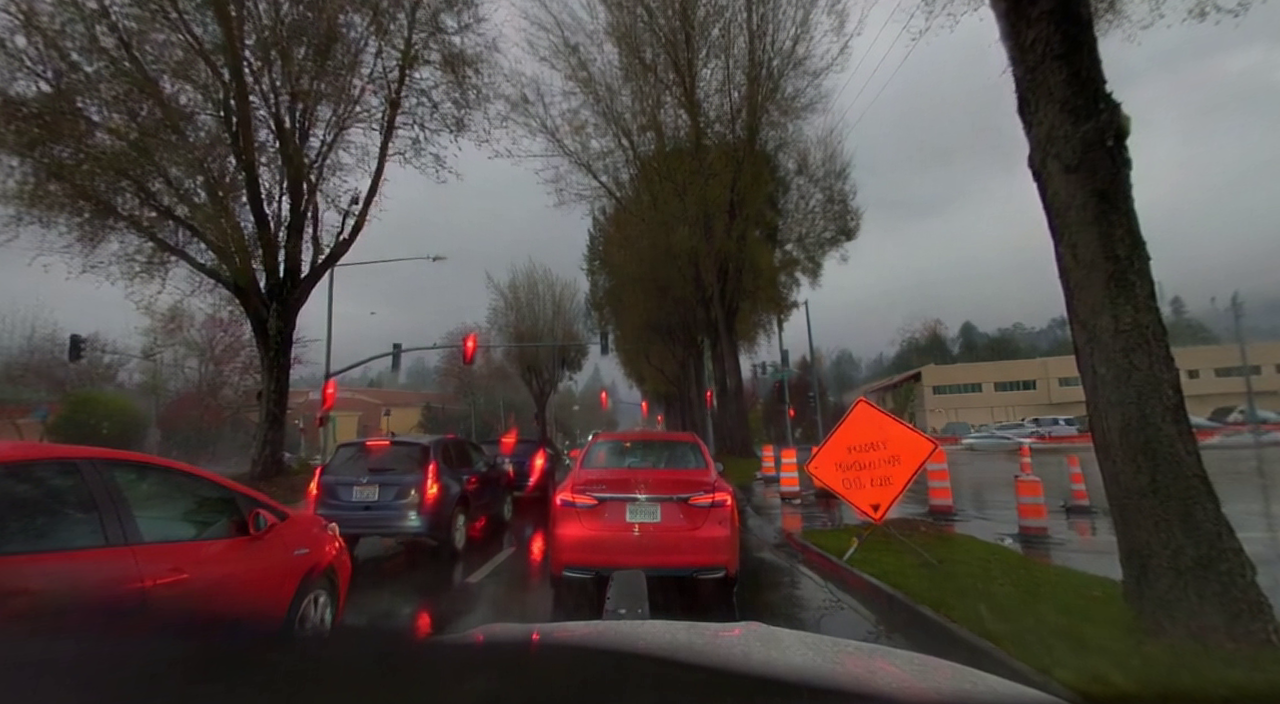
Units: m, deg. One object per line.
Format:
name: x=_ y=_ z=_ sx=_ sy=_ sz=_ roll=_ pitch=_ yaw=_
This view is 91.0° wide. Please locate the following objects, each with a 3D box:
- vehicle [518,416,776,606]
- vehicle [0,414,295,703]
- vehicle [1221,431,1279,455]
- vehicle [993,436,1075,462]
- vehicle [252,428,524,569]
vehicle: x=0.102 y=1.622 z=7.219 sx=2.167 sy=1.560 sz=3.676 roll=0 pitch=-9 yaw=1
vehicle: x=-3.592 y=0.943 z=2.159 sx=2.064 sy=1.497 sz=4.722 roll=0 pitch=-9 yaw=1
vehicle: x=41.135 y=5.932 z=40.883 sx=4.807 sy=1.504 sz=1.837 roll=0 pitch=-9 yaw=1
vehicle: x=25.523 y=6.285 z=40.833 sx=4.051 sy=1.583 sz=1.794 roll=0 pitch=-9 yaw=1
vehicle: x=-3.273 y=2.000 z=9.450 sx=1.989 sy=1.541 sz=4.626 roll=0 pitch=-9 yaw=2
